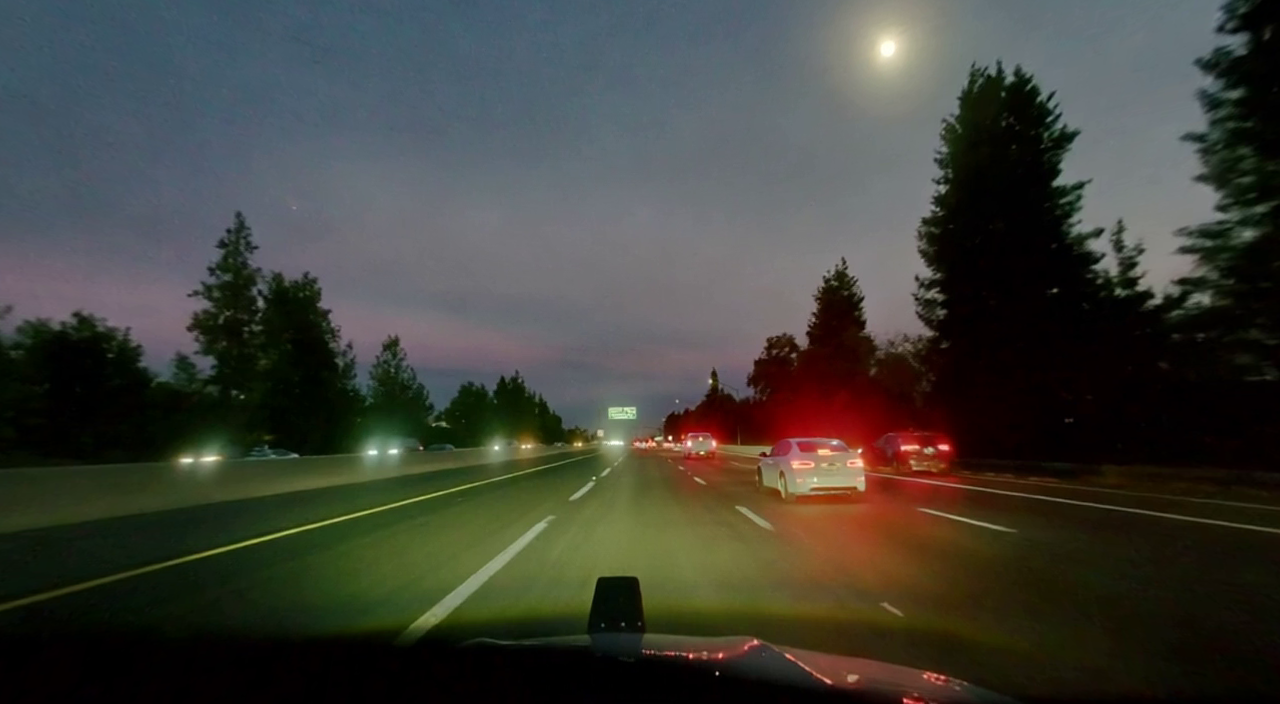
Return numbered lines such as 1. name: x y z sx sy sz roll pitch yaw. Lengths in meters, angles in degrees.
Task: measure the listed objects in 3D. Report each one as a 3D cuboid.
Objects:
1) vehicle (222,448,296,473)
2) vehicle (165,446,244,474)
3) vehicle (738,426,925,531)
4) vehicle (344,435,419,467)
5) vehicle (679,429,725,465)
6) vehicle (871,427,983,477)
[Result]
1. vehicle: -24.672 6.998 41.025 1.862 1.471 4.662 0 -8 1
2. vehicle: -29.275 7.253 42.591 1.919 1.711 4.710 0 -8 0
3. vehicle: 3.226 2.229 11.809 1.978 1.535 4.705 0 -8 -1
4. vehicle: -17.898 6.895 44.172 2.550 2.068 6.244 0 -8 1
5. vehicle: 3.689 5.772 38.428 2.218 1.964 5.662 0 -8 0
6. vehicle: 11.507 4.050 25.776 2.084 1.786 5.065 0 -8 -1
